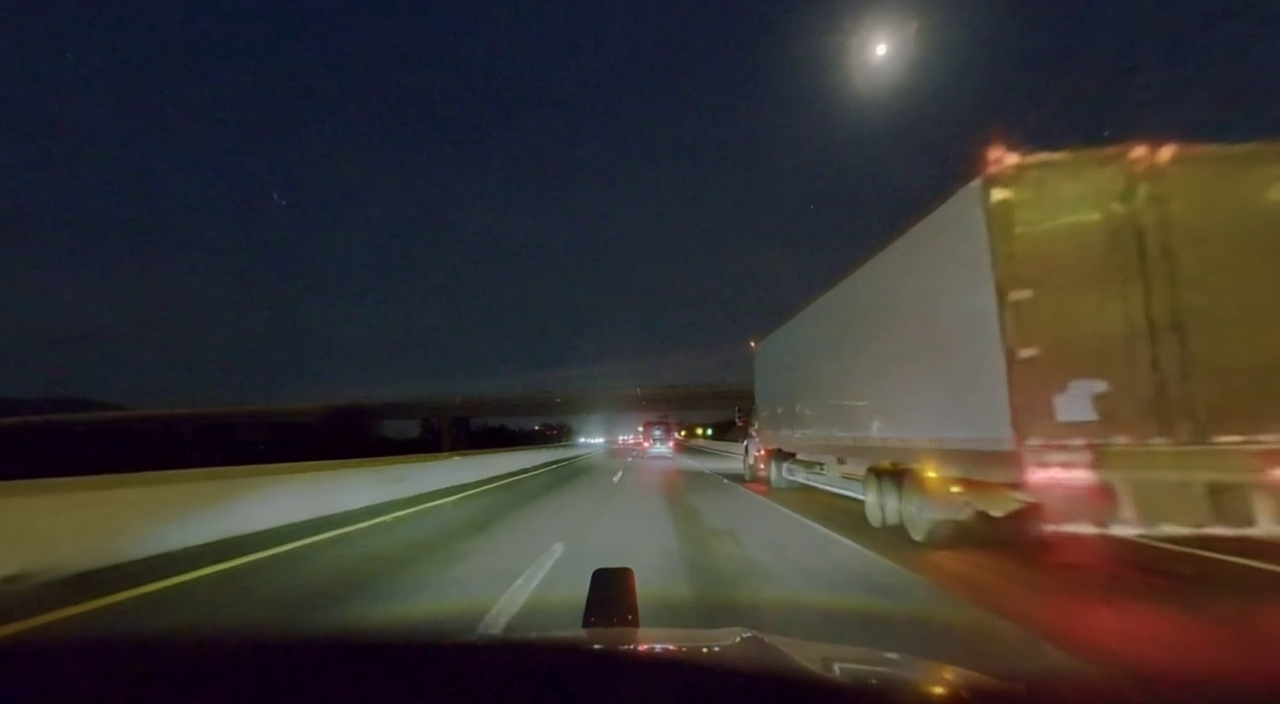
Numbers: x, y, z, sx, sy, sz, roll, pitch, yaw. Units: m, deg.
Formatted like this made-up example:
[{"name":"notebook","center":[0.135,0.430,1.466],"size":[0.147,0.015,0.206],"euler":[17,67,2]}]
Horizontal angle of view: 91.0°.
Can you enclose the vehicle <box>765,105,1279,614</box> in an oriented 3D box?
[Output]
[{"name":"vehicle","center":[4.603,0.719,10.283],"size":[2.997,3.983,10.860],"euler":[1,-8,0]}]

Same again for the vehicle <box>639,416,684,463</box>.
[{"name":"vehicle","center":[1.272,5.402,38.797],"size":[2.481,2.618,6.314],"euler":[-1,-8,1]}]
